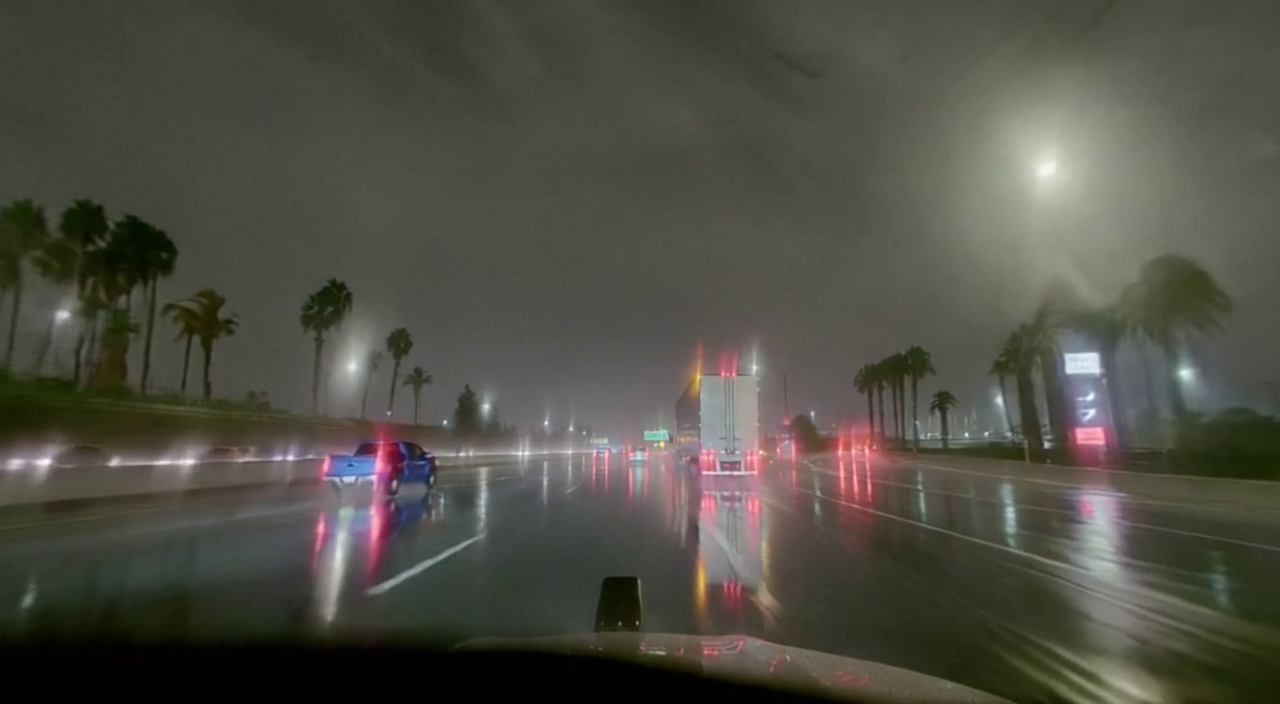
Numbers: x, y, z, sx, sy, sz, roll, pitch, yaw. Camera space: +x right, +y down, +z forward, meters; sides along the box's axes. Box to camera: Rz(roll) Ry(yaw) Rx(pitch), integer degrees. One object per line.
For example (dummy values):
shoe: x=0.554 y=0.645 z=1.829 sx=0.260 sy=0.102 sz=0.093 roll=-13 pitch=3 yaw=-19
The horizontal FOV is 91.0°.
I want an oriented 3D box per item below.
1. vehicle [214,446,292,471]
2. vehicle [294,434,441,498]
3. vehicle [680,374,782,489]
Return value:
vehicle: x=-24.701 y=6.805 z=40.433 sx=1.915 sy=1.537 sz=4.691 roll=0 pitch=-9 yaw=2
vehicle: x=-8.139 y=3.450 z=19.482 sx=2.264 sy=1.728 sz=4.940 roll=0 pitch=-9 yaw=1
vehicle: x=3.770 y=4.049 z=30.818 sx=2.891 sy=4.123 sz=16.415 roll=0 pitch=-8 yaw=1
